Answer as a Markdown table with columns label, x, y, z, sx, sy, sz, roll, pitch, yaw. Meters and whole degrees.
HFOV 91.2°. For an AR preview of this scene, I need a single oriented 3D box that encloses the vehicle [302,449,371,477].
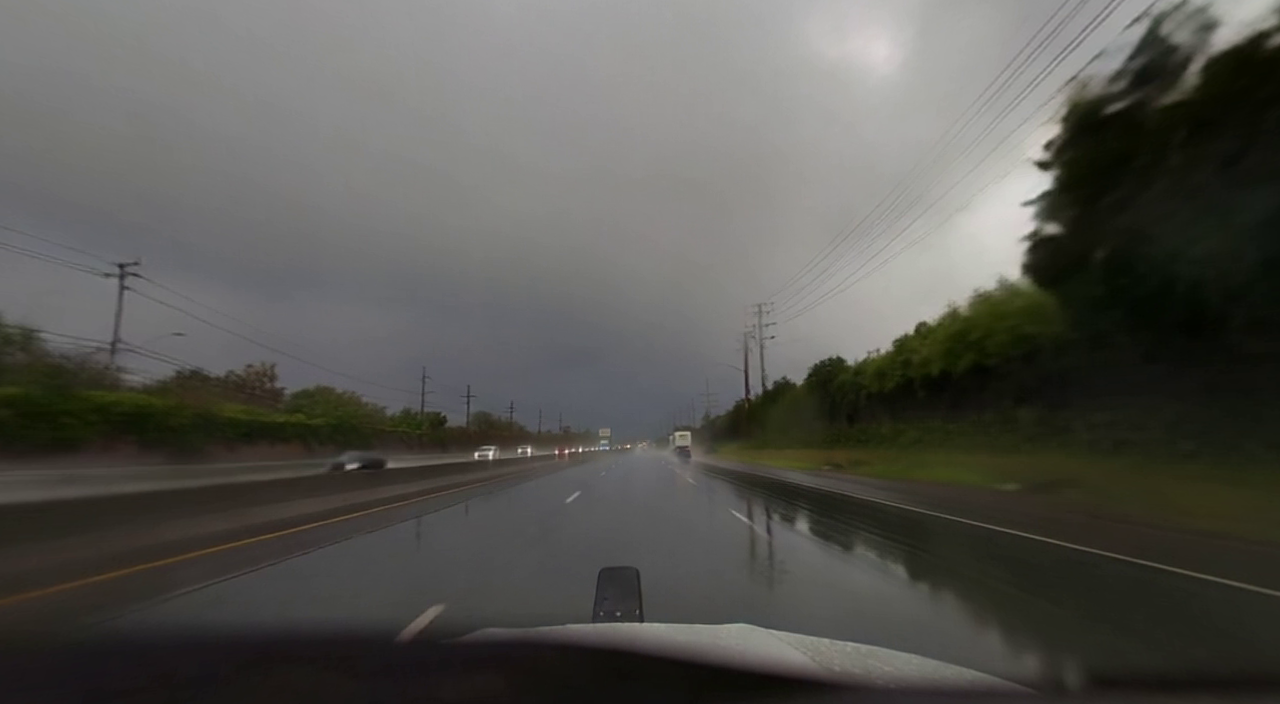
| label | x | y | z | sx | sy | sz | roll | pitch | yaw |
| --- | --- | --- | --- | --- | --- | --- | --- | --- | --- |
| vehicle | -18.648 | 6.818 | 38.720 | 2.056 | 1.639 | 4.295 | 0 | -9 | 1 |
